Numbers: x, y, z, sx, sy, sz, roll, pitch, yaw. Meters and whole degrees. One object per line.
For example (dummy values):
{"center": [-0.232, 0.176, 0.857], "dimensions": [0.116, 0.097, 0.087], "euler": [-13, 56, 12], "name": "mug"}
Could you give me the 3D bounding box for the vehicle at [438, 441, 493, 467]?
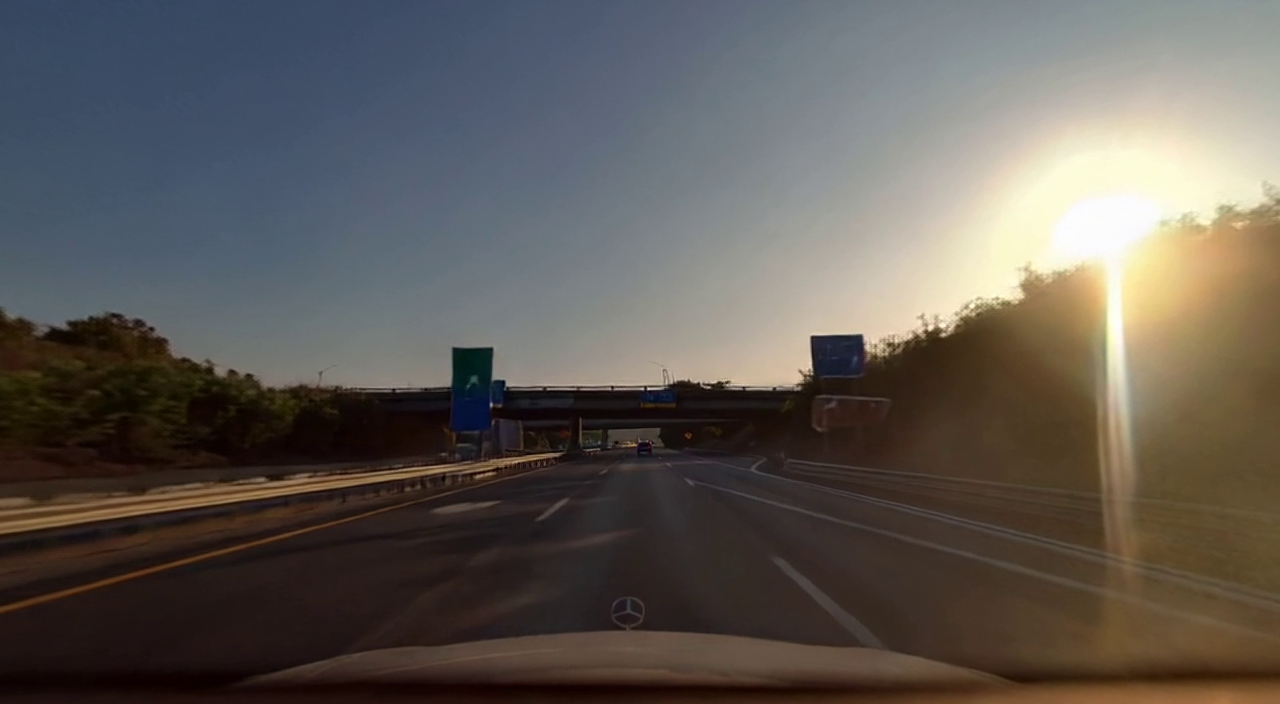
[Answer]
{"center": [-11.013, 6.463, 40.007], "dimensions": [1.973, 1.558, 4.718], "euler": [0, -8, 2], "name": "vehicle"}
